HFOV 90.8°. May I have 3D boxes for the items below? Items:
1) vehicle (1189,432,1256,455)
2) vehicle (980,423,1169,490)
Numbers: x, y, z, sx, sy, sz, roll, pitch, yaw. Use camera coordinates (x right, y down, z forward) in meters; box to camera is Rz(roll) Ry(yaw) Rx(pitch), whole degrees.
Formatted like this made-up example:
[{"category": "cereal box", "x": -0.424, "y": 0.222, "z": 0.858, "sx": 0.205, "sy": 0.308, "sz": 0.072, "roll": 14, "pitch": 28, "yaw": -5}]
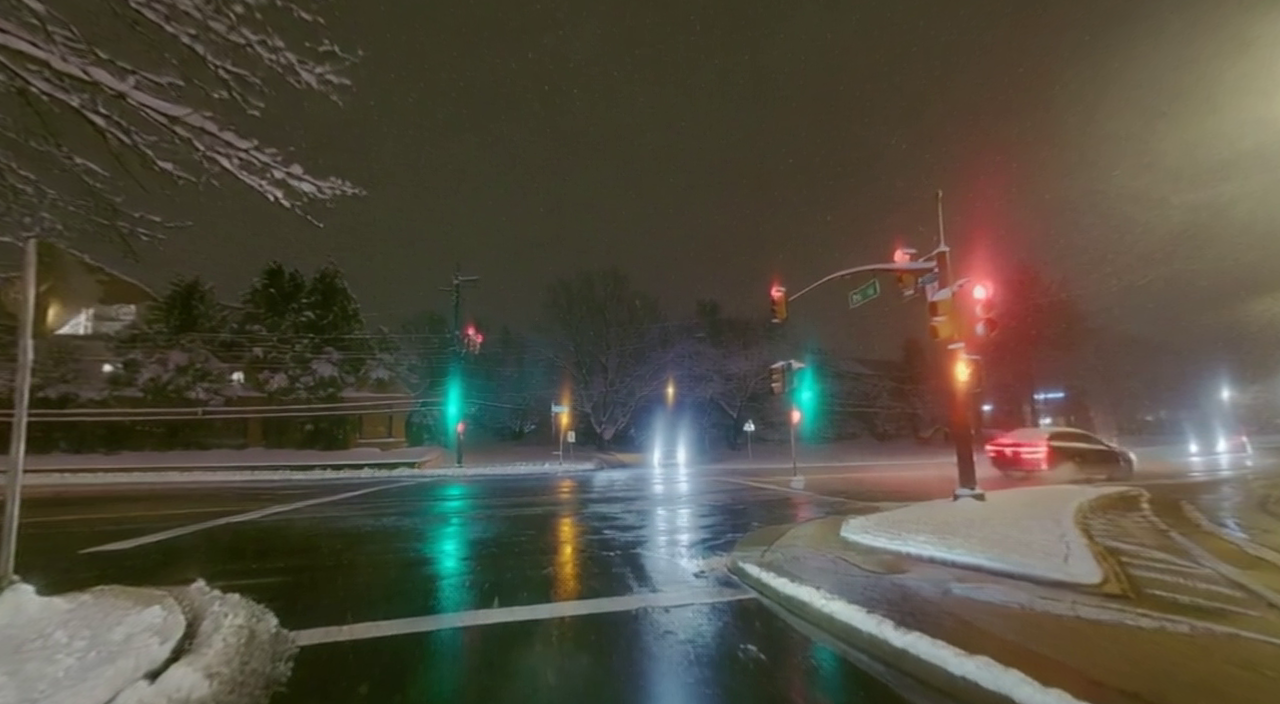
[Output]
[{"category": "vehicle", "x": 42.777, "y": 6.687, "z": 46.371, "sx": 4.483, "sy": 1.605, "sz": 2.025, "roll": 4, "pitch": -9, "yaw": -27}, {"category": "vehicle", "x": 11.755, "y": 2.777, "z": 17.106, "sx": 4.545, "sy": 1.602, "sz": 2.014, "roll": 4, "pitch": -9, "yaw": -24}]
